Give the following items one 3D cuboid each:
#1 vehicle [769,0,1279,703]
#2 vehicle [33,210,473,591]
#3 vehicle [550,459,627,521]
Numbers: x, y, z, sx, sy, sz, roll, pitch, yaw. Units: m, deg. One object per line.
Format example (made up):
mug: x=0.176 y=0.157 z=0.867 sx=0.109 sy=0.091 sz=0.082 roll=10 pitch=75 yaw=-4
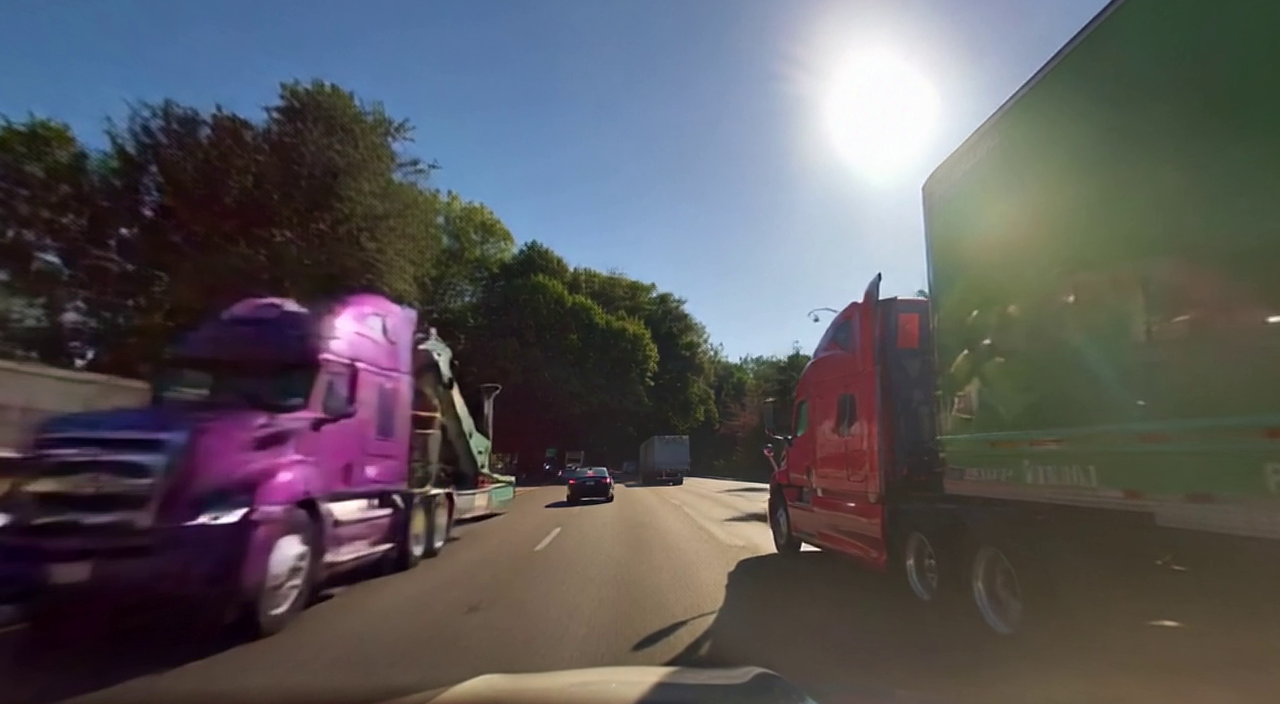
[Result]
vehicle: x=3.900 y=0.212 z=4.133 sx=2.856 sy=4.040 sz=14.009 roll=1 pitch=-10 yaw=-1
vehicle: x=-4.838 y=0.901 z=9.556 sx=3.099 sy=4.220 sz=5.196 roll=1 pitch=-10 yaw=-1
vehicle: x=-1.426 y=4.130 z=19.267 sx=2.010 sy=1.580 sz=4.949 roll=1 pitch=-10 yaw=-1
